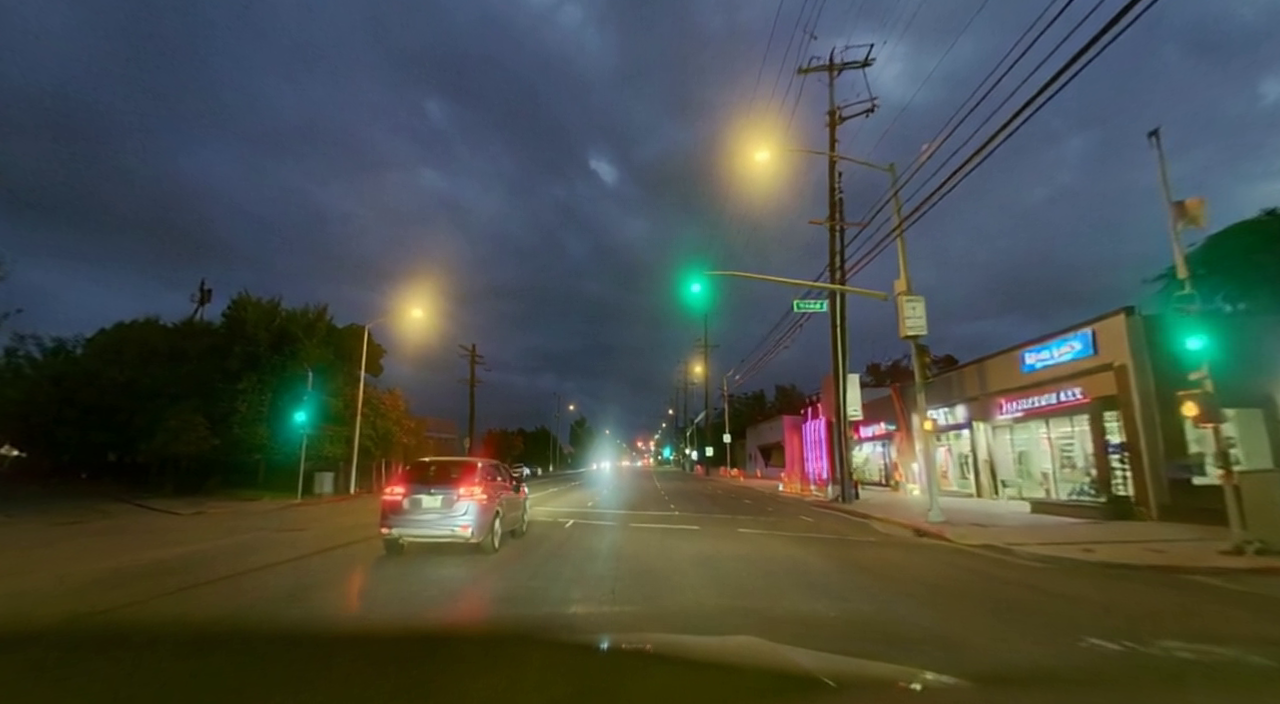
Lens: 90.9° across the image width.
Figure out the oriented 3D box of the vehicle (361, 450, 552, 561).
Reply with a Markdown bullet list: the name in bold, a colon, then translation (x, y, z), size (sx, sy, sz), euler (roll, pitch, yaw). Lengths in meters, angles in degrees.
- **vehicle**: translation (-2.995, 2.647, 11.496), size (2.036, 1.589, 4.549), euler (0, -10, 1)
